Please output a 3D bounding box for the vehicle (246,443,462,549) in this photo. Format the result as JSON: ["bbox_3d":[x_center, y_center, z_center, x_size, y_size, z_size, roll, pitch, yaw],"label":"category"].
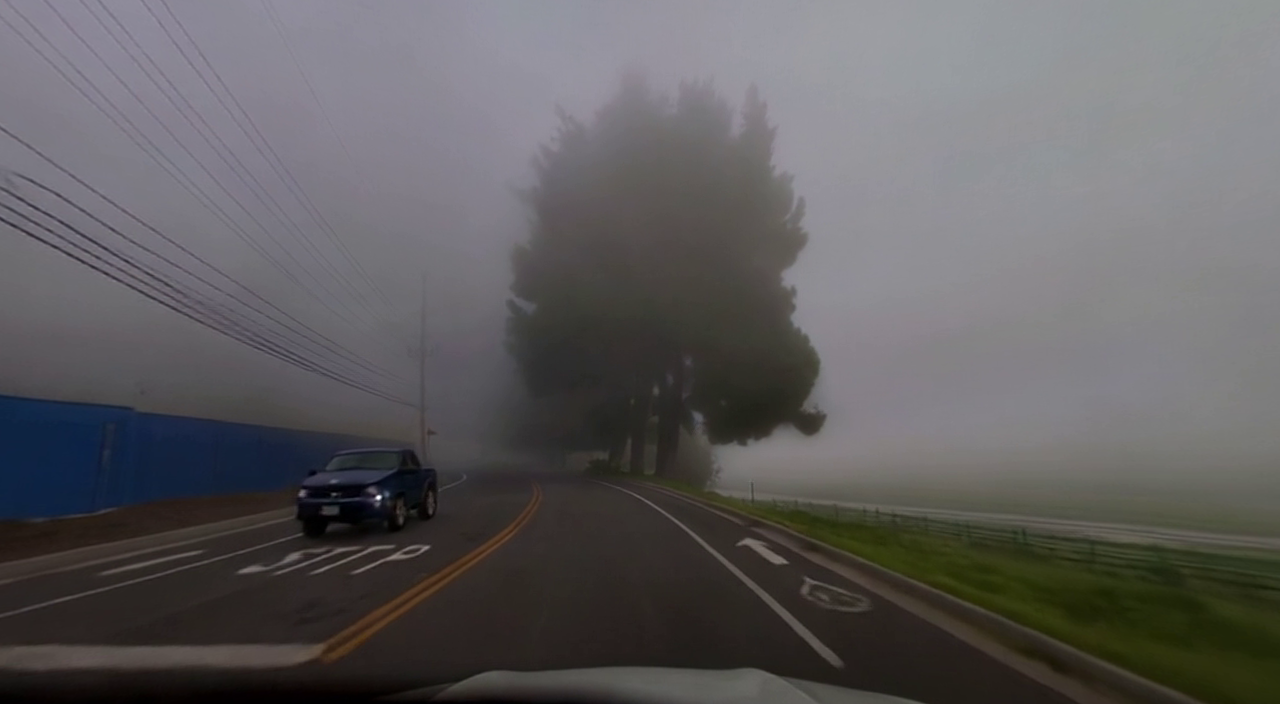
[{"bbox_3d":[-4.736,2.408,11.374,2.034,1.479,4.521,0,-9,-4],"label":"vehicle"}]
